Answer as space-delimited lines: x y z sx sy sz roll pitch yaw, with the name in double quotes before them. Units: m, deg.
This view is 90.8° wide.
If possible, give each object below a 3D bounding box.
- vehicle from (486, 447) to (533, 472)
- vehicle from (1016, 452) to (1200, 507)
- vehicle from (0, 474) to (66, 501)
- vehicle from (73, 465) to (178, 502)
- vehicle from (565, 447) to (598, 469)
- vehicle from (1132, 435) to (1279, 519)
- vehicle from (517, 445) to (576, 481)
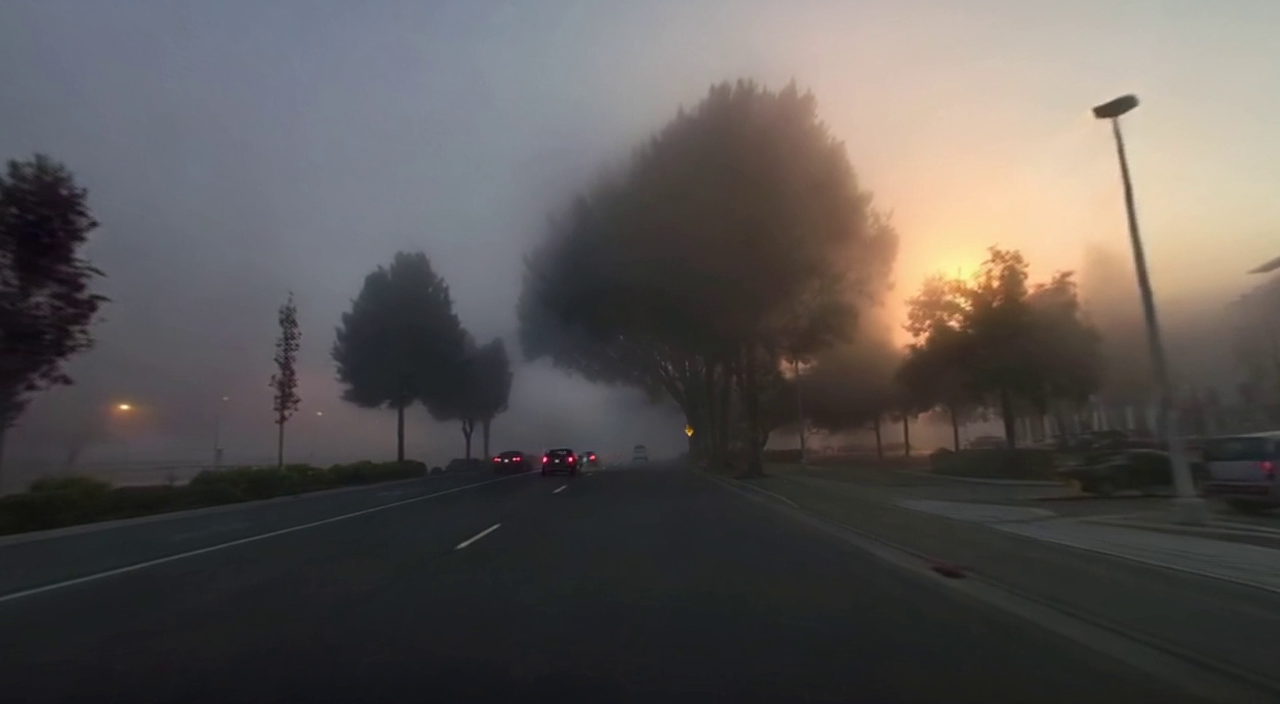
"vehicle" -8.406 6.995 41.232 1.976 1.497 4.709 0 -8 1
"vehicle" 12.366 3.353 16.861 3.467 1.349 1.839 1 -8 -4
"vehicle" -44.053 9.609 44.615 4.728 1.668 2.240 -2 -9 -2
"vehicle" -27.184 6.929 33.610 1.758 1.566 4.531 -4 -8 1
"vehicle" -4.160 7.609 45.578 1.971 1.414 4.317 0 -8 0
"vehicle" 12.433 2.349 12.123 4.372 1.445 1.928 1 -8 -2
"vehicle" -4.194 5.075 29.153 2.011 1.483 4.596 -1 -8 0
